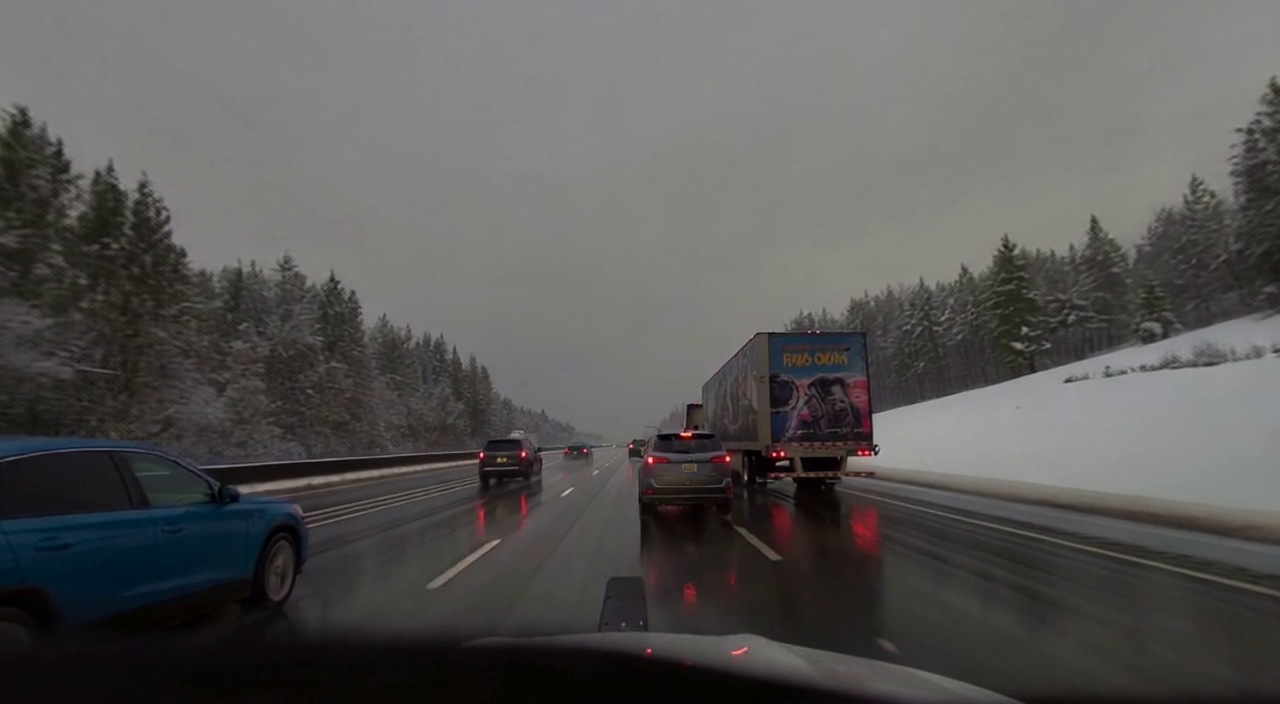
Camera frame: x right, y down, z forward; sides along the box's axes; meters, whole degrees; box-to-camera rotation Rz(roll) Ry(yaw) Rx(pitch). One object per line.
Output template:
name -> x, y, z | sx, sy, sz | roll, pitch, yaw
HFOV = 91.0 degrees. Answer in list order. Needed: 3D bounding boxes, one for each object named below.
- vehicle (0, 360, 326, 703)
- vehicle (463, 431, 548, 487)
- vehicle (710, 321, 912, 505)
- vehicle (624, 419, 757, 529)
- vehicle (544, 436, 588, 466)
vehicle -> -4.041, 0.991, 3.762 | 1.983, 1.666, 4.452 | 0, -8, 0
vehicle -> -4.244, 3.423, 20.492 | 1.905, 1.642, 3.803 | 0, -8, 1
vehicle -> 4.548, 2.334, 21.082 | 2.828, 4.081, 14.220 | 0, -8, 0
vehicle -> 0.725, 2.115, 11.412 | 2.017, 1.662, 3.543 | 0, -8, -1
vehicle -> -4.351, 5.934, 37.790 | 2.014, 1.683, 4.275 | 0, -8, 1
